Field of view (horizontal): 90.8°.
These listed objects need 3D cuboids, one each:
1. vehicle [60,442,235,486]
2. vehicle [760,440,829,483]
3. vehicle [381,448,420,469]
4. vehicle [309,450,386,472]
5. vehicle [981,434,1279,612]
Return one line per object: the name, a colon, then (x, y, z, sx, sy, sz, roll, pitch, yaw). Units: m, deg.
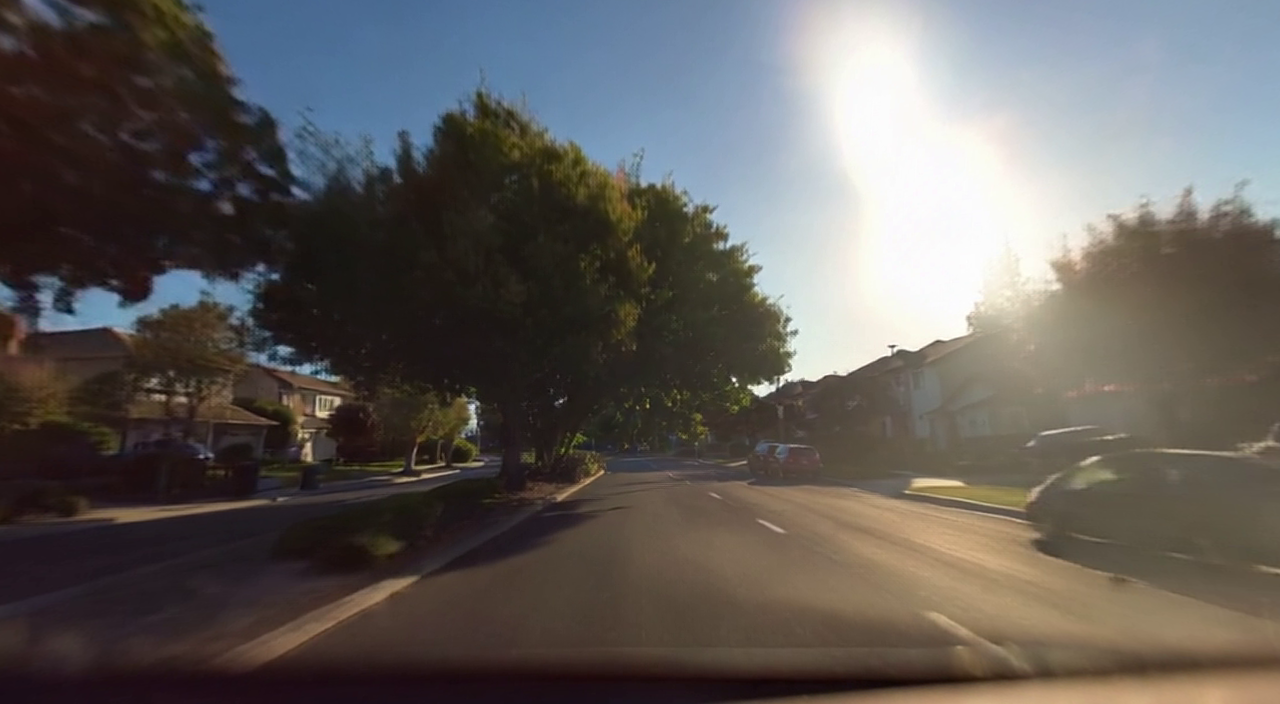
vehicle: (-21.141, 4.804, 27.340, 5.659, 1.769, 2.073, 0, -9, -3)
vehicle: (6.761, 4.841, 28.194, 1.996, 1.745, 4.556, 0, -9, 1)
vehicle: (-18.732, 8.337, 49.600, 1.998, 1.492, 4.660, 1, -9, -11)
vehicle: (-20.099, 7.481, 43.560, 4.367, 1.466, 1.980, 0, -9, -3)
vehicle: (6.463, 1.761, 7.395, 2.042, 1.511, 5.029, 0, -9, -1)
